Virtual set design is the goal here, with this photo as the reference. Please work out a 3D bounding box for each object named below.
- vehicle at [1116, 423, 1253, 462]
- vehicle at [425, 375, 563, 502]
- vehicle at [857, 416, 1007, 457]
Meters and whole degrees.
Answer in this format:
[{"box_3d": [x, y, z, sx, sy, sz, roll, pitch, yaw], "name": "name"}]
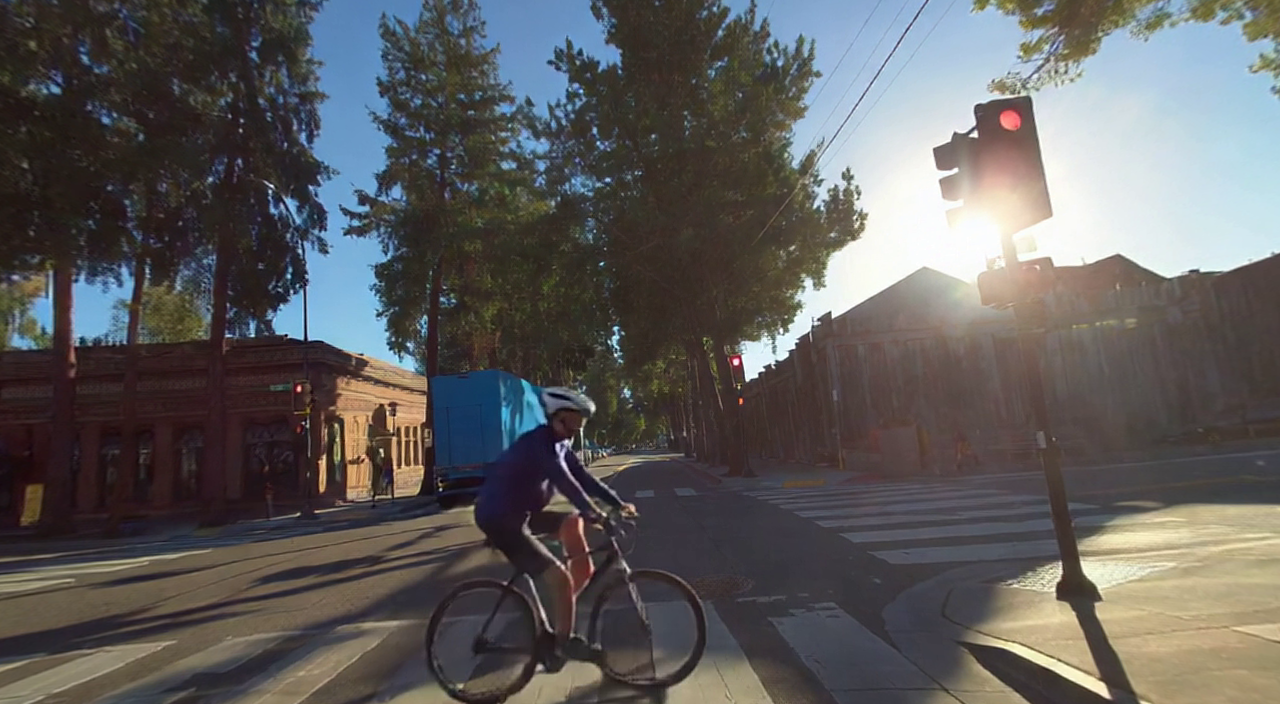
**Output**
[{"box_3d": [24.946, 4.161, 29.029, 4.268, 1.695, 2.053, 0, -8, 3], "name": "vehicle"}, {"box_3d": [-5.734, 3.711, 27.031, 3.113, 4.041, 10.284, -7, -8, 0], "name": "vehicle"}, {"box_3d": [10.696, 3.141, 23.420, 4.643, 1.456, 1.820, -1, -8, 5], "name": "vehicle"}]
